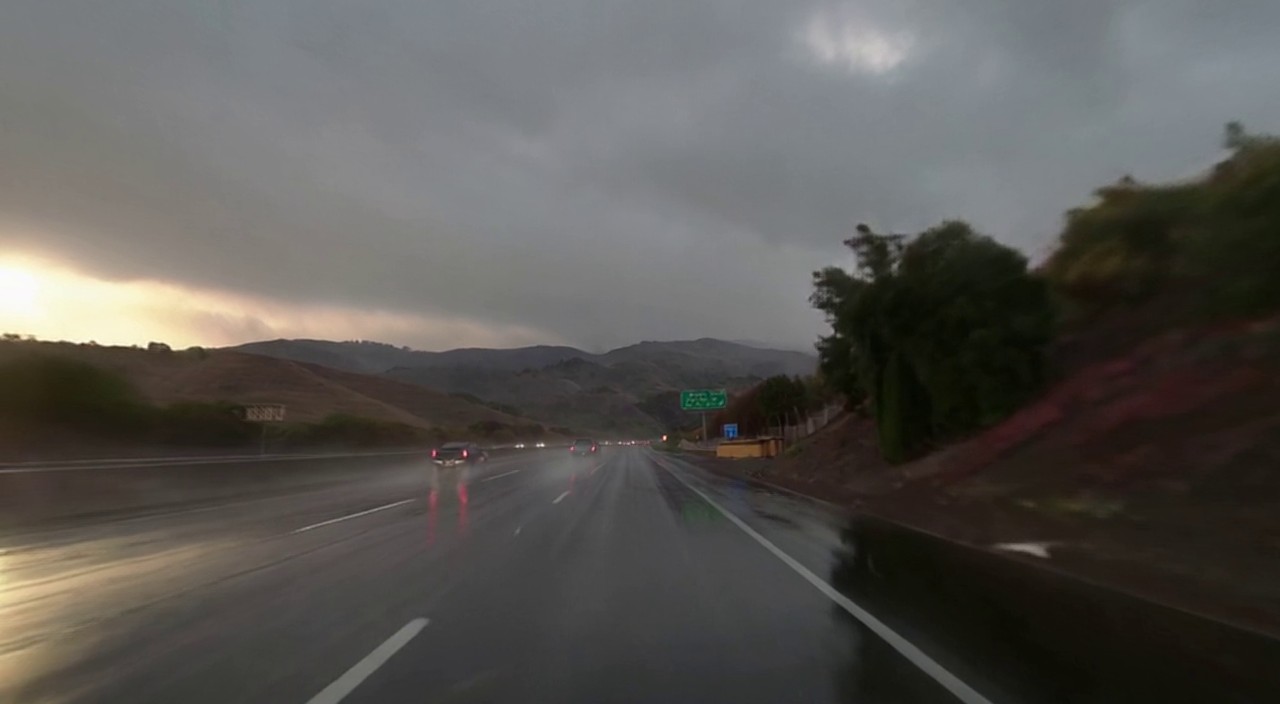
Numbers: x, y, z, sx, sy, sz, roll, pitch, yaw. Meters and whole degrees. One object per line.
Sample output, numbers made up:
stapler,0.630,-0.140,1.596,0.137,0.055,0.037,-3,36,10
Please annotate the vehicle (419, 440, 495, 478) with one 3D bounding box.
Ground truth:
vehicle,-7.767,4.576,27.291,1.930,1.508,4.567,0,-8,0

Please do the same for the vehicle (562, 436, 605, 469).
vehicle,-3.207,5.836,36.765,2.029,1.753,4.718,0,-8,0
